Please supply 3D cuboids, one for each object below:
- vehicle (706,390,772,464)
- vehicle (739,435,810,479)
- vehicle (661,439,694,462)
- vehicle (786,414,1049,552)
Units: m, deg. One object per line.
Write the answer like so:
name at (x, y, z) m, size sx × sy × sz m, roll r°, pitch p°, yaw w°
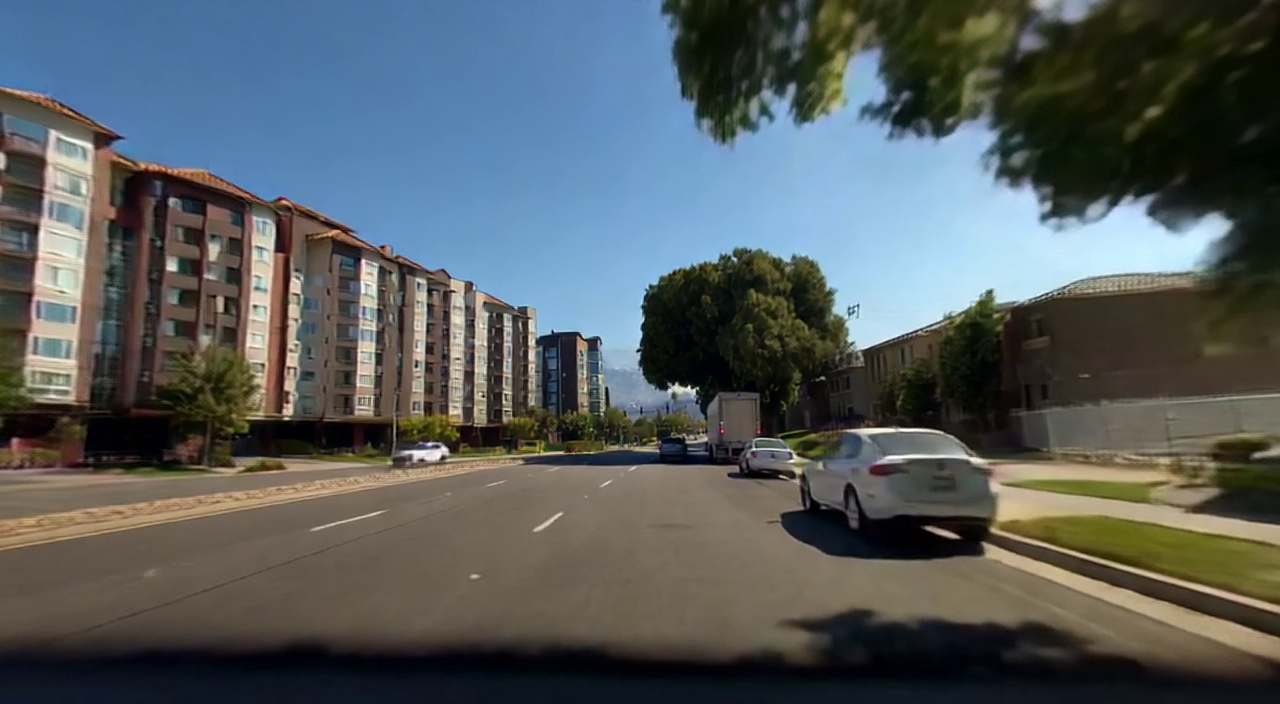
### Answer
vehicle at (6.104, 5.054, 41.200) m, size 3.157 × 3.982 × 13.307 m, roll -1°, pitch -8°, yaw 5°
vehicle at (4.937, 3.907, 23.750) m, size 1.884 × 1.472 × 4.650 m, roll -1°, pitch -8°, yaw 3°
vehicle at (2.393, 6.168, 39.697) m, size 1.871 × 1.370 × 4.206 m, roll -1°, pitch -8°, yaw 6°
vehicle at (3.916, 1.933, 10.061) m, size 2.121 × 1.659 × 4.675 m, roll -1°, pitch -8°, yaw 1°
